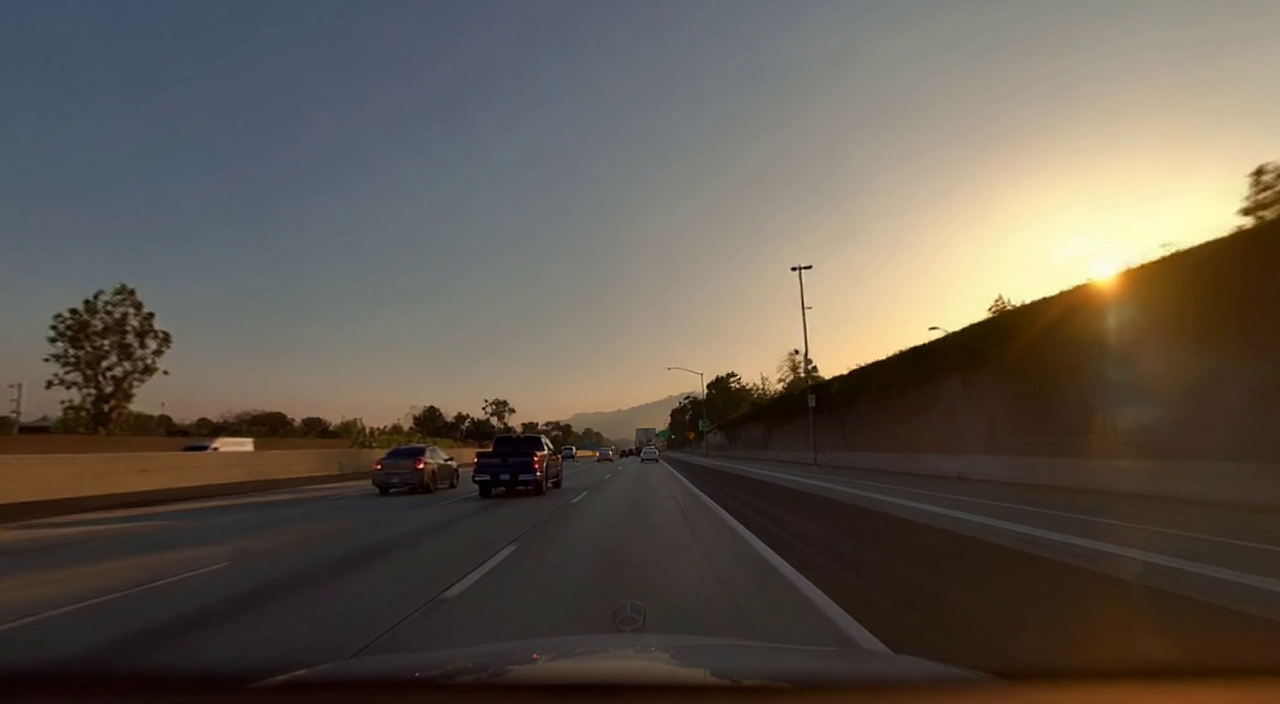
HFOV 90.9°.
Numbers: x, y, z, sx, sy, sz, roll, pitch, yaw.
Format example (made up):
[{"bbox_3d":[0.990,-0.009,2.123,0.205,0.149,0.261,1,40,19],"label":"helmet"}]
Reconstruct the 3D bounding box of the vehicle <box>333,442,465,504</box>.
[{"bbox_3d":[-6.456,3.254,17.512,1.887,1.475,4.316,-1,-8,1],"label":"vehicle"}]

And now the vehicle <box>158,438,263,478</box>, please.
[{"bbox_3d":[-25.584,6.312,37.900,2.529,2.189,5.220,-1,-8,1],"label":"vehicle"}]

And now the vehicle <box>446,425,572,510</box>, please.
[{"bbox_3d":[-3.088,2.846,16.042,2.124,1.787,4.830,-1,-8,1],"label":"vehicle"}]

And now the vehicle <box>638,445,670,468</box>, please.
[{"bbox_3d":[0.954,7.165,43.596,2.073,1.480,4.343,-1,-8,1],"label":"vehicle"}]
